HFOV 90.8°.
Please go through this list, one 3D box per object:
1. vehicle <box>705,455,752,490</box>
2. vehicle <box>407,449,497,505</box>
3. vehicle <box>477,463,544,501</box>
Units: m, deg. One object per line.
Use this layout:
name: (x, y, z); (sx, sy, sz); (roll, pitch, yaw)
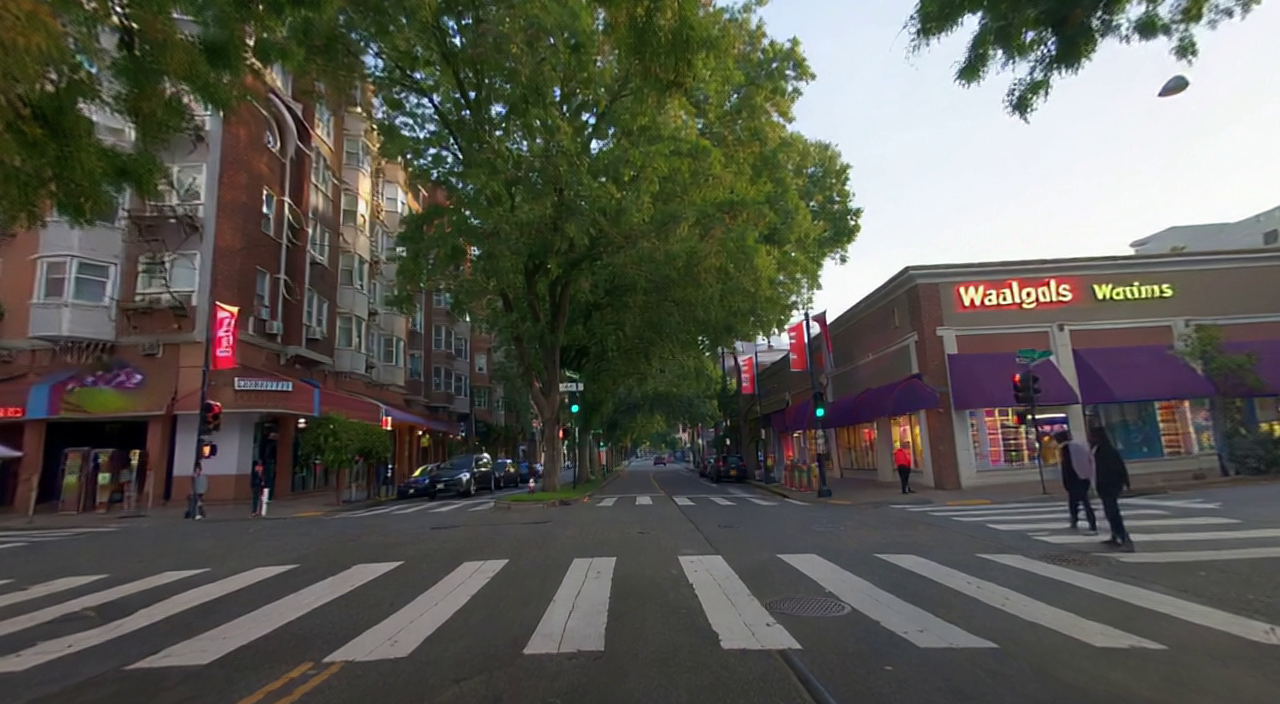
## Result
vehicle: (5.193, 7.115, 37.715); (2.010, 1.844, 4.386); (0, -8, -2)
vehicle: (-8.809, 5.853, 30.309); (2.489, 2.323, 5.843); (0, -8, 1)
vehicle: (-5.744, 5.830, 28.613); (1.983, 1.438, 4.559); (0, -8, 1)
